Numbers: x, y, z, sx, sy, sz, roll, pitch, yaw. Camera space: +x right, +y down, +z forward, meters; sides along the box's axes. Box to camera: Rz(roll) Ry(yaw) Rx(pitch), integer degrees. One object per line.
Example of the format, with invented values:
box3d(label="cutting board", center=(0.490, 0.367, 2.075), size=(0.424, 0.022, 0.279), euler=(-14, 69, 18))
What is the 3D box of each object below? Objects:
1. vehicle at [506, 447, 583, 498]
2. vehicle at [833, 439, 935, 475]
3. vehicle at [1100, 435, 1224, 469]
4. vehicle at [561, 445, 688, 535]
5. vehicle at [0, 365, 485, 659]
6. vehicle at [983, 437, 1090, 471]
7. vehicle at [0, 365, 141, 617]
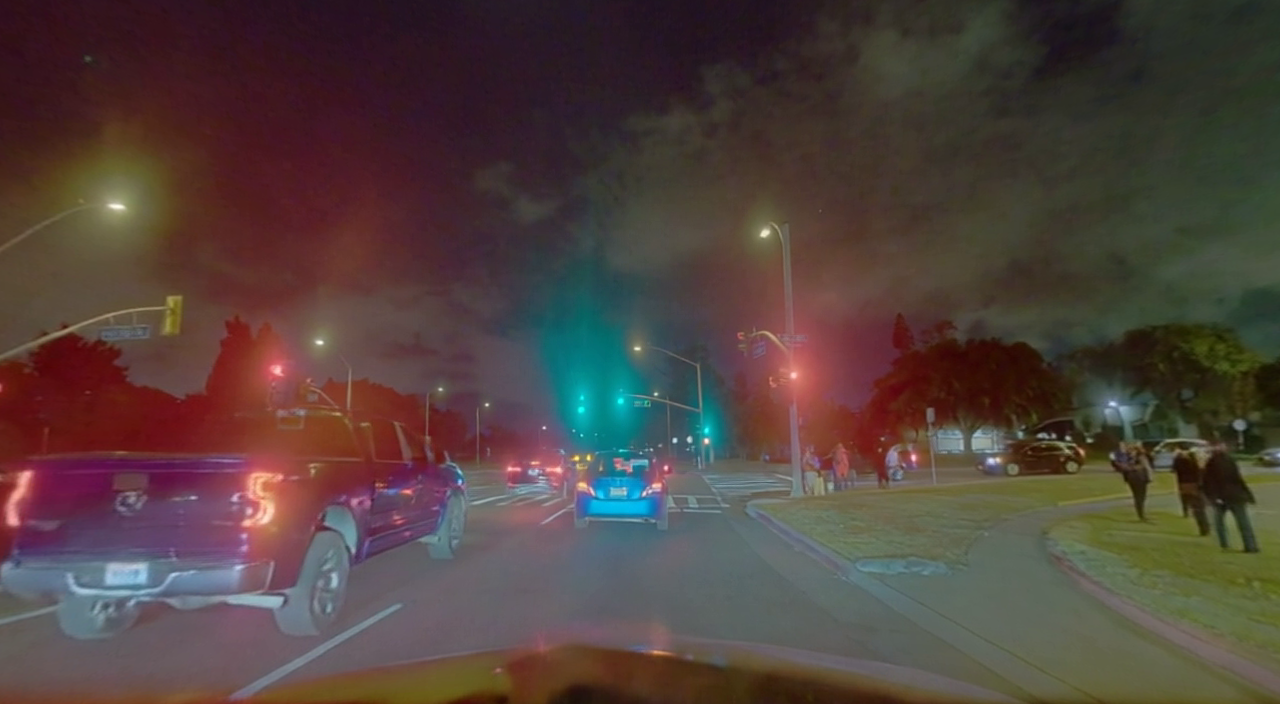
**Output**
box3d(label="vehicle", center=(-3.331, 4.295, 22.955), size=(2.003, 1.655, 4.878), euler=(0, -9, 0))
box3d(label="vehicle", center=(12.385, 5.366, 32.257), size=(4.394, 1.724, 1.886), euler=(0, -9, 1))
box3d(label="vehicle", center=(29.113, 5.600, 35.283), size=(4.967, 1.794, 2.044), euler=(0, -9, 3))
box3d(label="vehicle", center=(-0.231, 2.682, 12.946), size=(2.144, 1.497, 4.446), euler=(0, -9, 1))
box3d(label="vehicle", center=(-3.491, 1.437, 6.808), size=(2.202, 1.961, 4.980), euler=(0, -9, 2))
box3d(label="vehicle", center=(22.107, 5.698, 35.303), size=(4.529, 1.786, 2.110), euler=(0, -9, 2))
box3d(label="vehicle", center=(-6.560, 0.879, 3.490), size=(2.544, 2.018, 5.893), euler=(0, -9, 3))
